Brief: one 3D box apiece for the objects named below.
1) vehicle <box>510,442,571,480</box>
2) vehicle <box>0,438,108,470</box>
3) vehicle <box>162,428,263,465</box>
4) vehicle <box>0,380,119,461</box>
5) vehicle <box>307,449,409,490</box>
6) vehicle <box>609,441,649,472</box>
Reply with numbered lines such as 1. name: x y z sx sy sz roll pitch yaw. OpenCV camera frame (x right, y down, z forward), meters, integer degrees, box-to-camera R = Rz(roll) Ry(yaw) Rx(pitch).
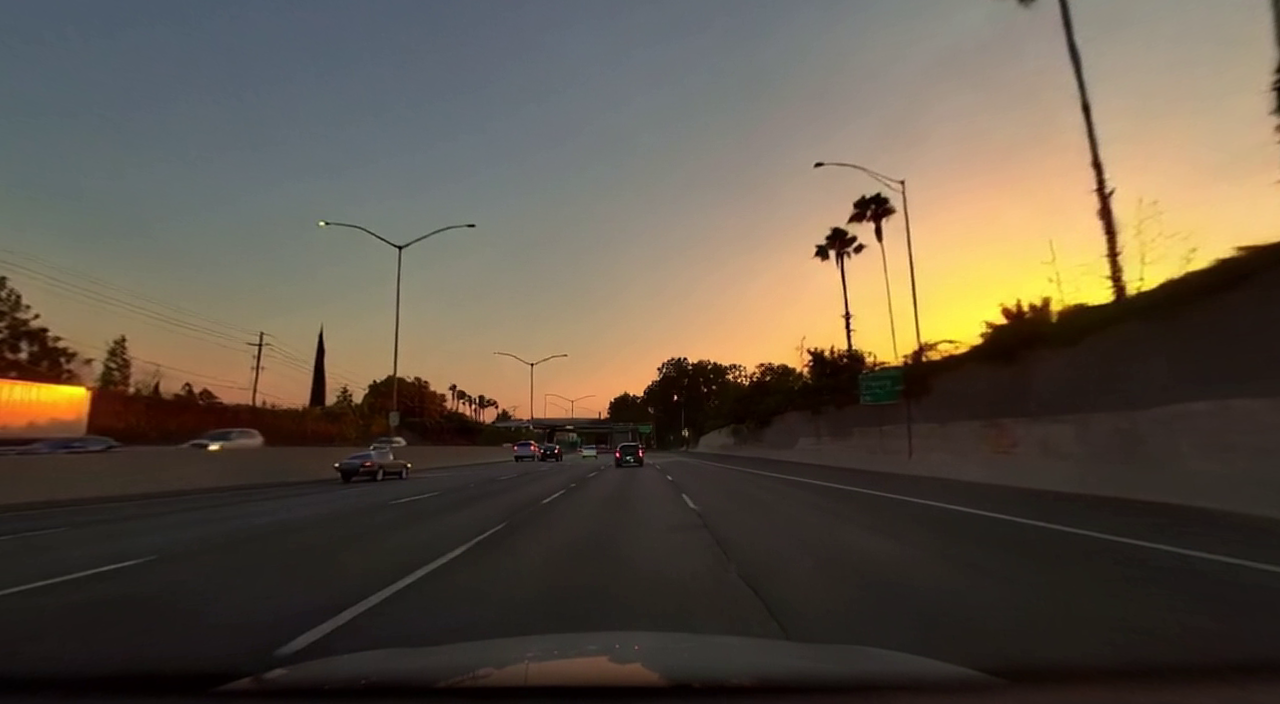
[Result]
1. vehicle: -4.694 5.209 30.410 2.204 1.677 4.438 0 -8 0
2. vehicle: -28.993 4.973 30.991 1.846 1.427 4.505 0 -8 1
3. vehicle: -17.920 3.994 26.702 1.774 1.453 3.552 0 -8 -1
4. vehicle: -32.944 3.142 29.546 2.883 3.957 16.802 0 -9 0
5. vehicle: -11.381 4.760 25.946 1.946 1.473 4.763 0 -8 1
6. vehicle: -0.650 6.013 36.530 2.201 1.672 4.128 0 -8 -1
